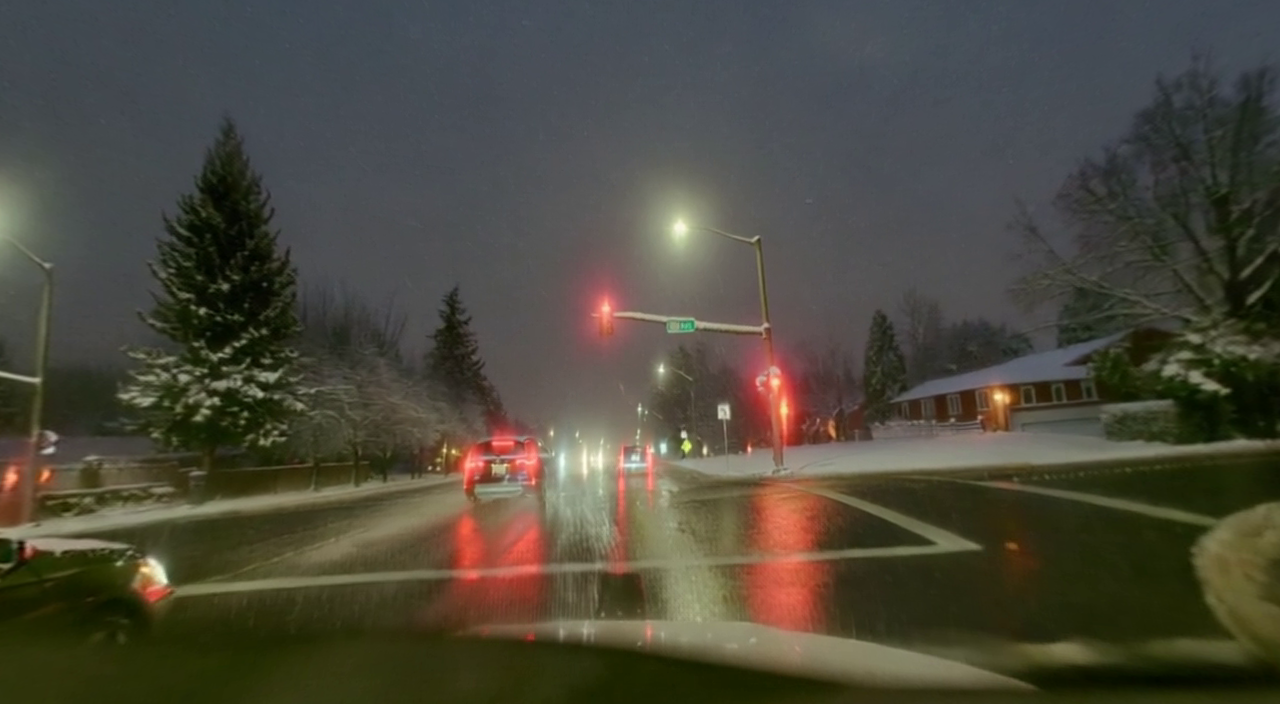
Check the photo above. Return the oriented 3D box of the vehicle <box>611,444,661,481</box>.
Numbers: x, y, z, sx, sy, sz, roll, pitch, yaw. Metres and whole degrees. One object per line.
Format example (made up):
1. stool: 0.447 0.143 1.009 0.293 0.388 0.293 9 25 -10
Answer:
1. vehicle: -0.211 4.854 28.051 2.062 1.518 3.901 0 -8 -1

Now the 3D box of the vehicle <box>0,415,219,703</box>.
1. vehicle: -3.509 0.835 1.387 1.934 1.475 4.741 0 -8 0

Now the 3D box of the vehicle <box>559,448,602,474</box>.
1. vehicle: -3.700 6.840 39.872 2.268 1.522 4.350 0 -8 0

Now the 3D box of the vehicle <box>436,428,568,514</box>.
1. vehicle: -3.175 2.842 15.607 2.157 1.771 4.452 -1 -8 1
